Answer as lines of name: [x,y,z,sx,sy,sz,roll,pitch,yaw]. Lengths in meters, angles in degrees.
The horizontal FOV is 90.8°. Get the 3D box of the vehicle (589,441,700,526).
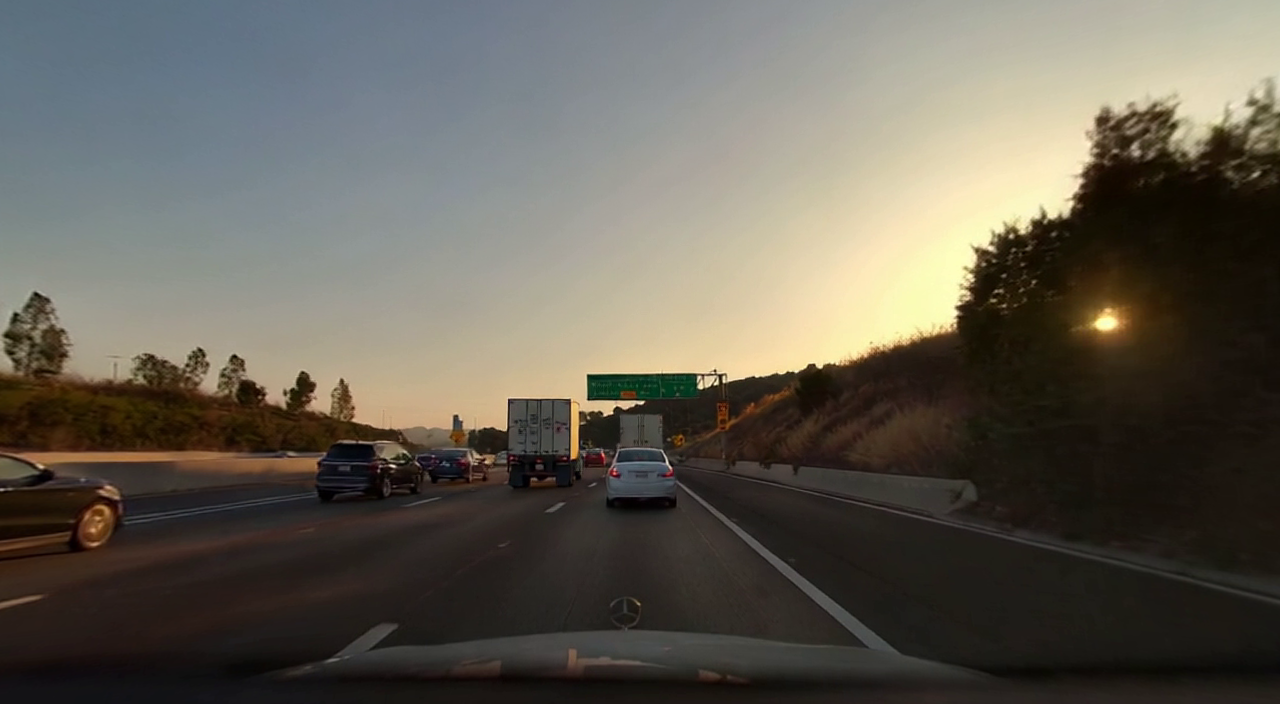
vehicle: [0.062,2.628,13.073,1.995,1.495,3.380,0,-9,0]

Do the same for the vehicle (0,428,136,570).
vehicle: [-7.869,1.508,6.252,1.879,1.521,4.623,-1,-9,1]

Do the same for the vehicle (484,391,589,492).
vehicle: [-3.747,3.533,24.769,2.812,3.342,7.248,0,-9,1]

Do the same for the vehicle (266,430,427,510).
vehicle: [-7.273,2.968,16.241,1.952,1.746,4.332,-1,-9,1]

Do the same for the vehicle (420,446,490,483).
vehicle: [-8.031,4.897,27.733,1.880,1.512,3.758,-1,-9,1]
